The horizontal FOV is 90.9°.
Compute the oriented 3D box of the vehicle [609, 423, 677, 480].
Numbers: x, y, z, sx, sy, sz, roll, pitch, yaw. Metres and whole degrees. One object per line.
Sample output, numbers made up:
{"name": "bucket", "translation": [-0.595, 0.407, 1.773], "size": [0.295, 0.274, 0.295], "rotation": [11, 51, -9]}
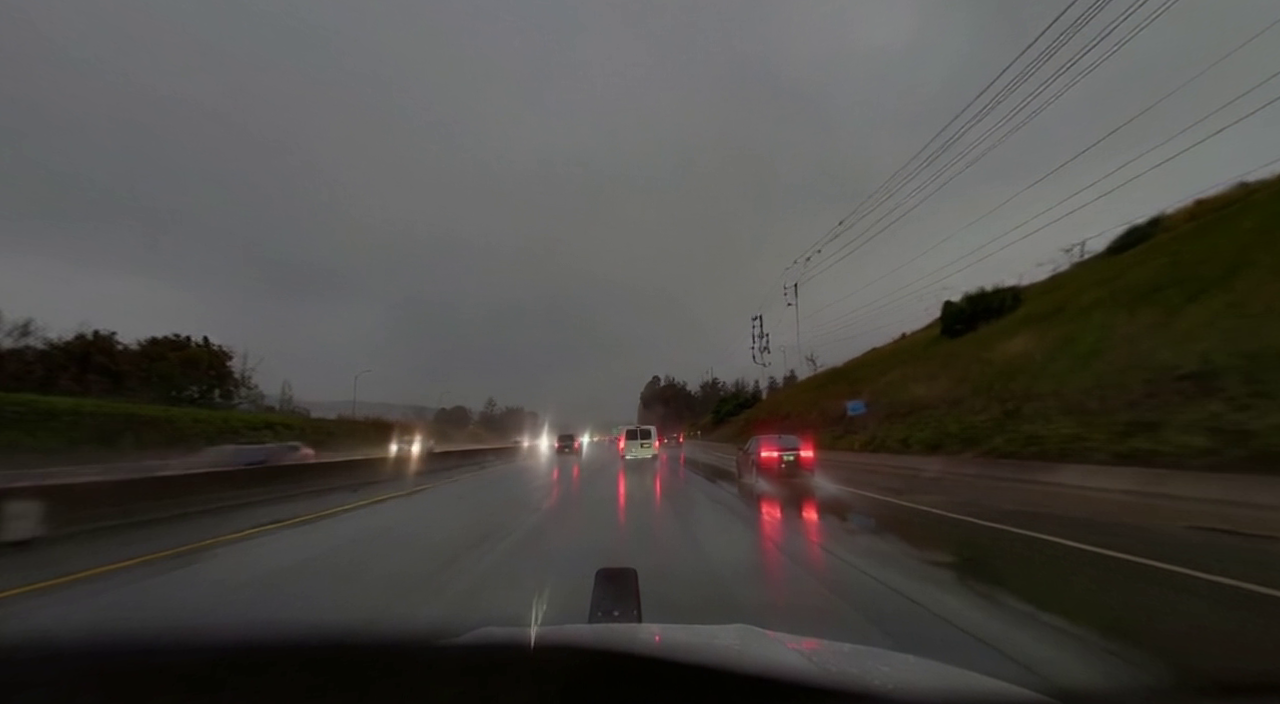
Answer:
{"name": "vehicle", "translation": [0.044, 3.467, 22.363], "size": [2.159, 1.811, 4.238], "rotation": [0, -7, -1]}

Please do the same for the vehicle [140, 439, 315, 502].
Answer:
{"name": "vehicle", "translation": [-11.422, 3.258, 17.924], "size": [2.060, 1.512, 4.395], "rotation": [0, -7, -1]}

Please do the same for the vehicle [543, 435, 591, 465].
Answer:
{"name": "vehicle", "translation": [-3.862, 5.253, 34.140], "size": [2.093, 1.517, 4.648], "rotation": [0, -7, -1]}

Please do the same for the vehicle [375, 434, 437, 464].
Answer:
{"name": "vehicle", "translation": [-15.925, 6.613, 43.316], "size": [2.338, 1.946, 5.183], "rotation": [0, -7, -1]}

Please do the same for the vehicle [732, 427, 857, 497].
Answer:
{"name": "vehicle", "translation": [3.845, 2.787, 16.640], "size": [1.923, 1.562, 4.691], "rotation": [0, -7, -2]}
